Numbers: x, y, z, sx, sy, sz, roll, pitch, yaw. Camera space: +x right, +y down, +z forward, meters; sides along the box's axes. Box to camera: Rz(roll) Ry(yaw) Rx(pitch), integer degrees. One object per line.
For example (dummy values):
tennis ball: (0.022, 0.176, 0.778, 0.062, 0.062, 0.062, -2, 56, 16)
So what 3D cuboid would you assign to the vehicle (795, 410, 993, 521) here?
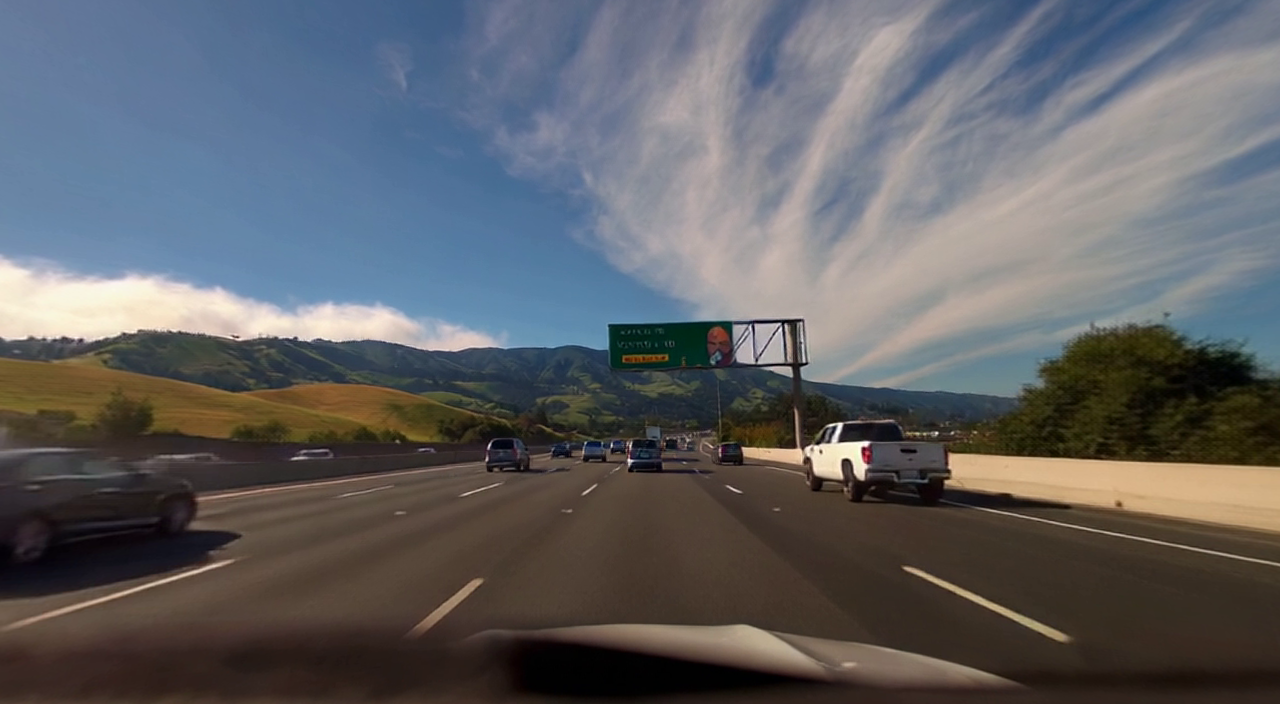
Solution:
vehicle: (4.925, 2.283, 13.154, 2.029, 1.859, 4.669, 0, -8, -2)

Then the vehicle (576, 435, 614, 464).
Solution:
vehicle: (-3.319, 7.373, 47.691, 2.316, 1.999, 5.765, 0, -8, 1)

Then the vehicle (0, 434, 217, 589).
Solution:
vehicle: (-7.166, 1.648, 6.749, 1.916, 1.482, 4.908, 0, -8, -1)

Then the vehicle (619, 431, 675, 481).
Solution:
vehicle: (0.250, 4.124, 25.263, 2.052, 1.808, 3.898, 0, -8, 0)

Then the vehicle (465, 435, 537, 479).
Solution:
vehicle: (-6.218, 4.747, 28.834, 2.160, 1.799, 5.001, 0, -8, 0)

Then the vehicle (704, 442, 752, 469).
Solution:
vehicle: (4.921, 5.857, 35.922, 1.998, 1.456, 4.338, 0, -8, -2)
